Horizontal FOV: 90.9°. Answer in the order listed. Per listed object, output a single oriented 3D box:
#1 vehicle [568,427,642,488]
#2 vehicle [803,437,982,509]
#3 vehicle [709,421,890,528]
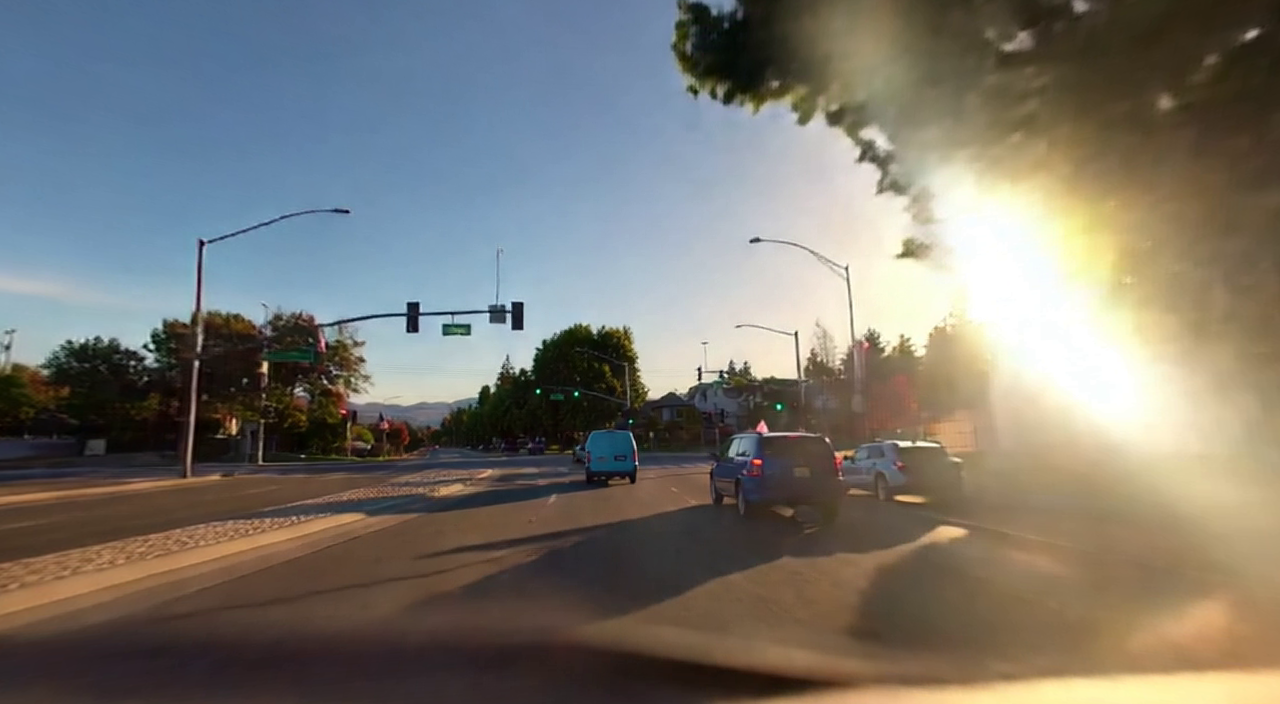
[{"bbox_3d":[-1.296,3.506,21.235,2.185,1.822,4.583,1,-9,-7],"label":"vehicle"},{"bbox_3d":[5.874,2.871,15.511,2.124,1.474,4.880,0,-9,-4],"label":"vehicle"},{"bbox_3d":[2.832,2.307,12.480,2.024,1.686,4.588,1,-9,-5],"label":"vehicle"}]
